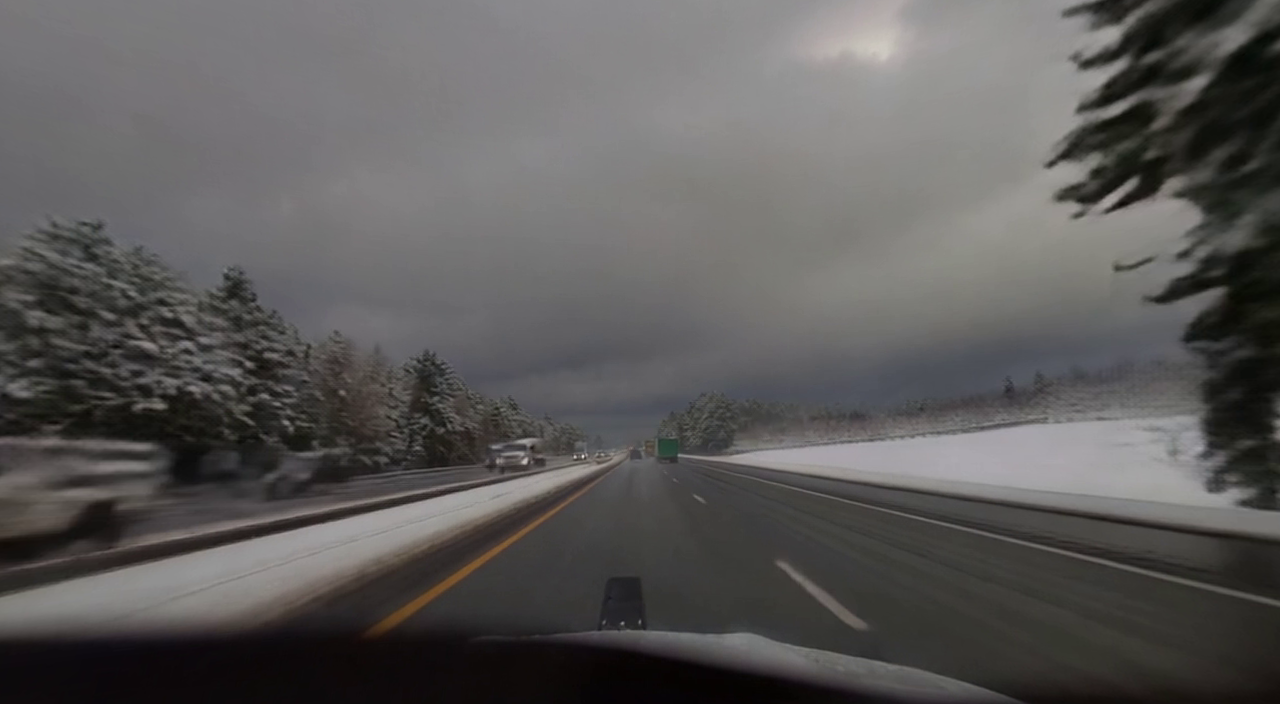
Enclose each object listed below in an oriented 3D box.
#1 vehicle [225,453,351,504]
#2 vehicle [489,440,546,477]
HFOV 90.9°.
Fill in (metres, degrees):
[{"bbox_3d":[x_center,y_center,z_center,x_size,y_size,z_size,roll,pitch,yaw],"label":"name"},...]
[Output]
[{"bbox_3d":[-12.850,4.592,23.408,1.954,1.672,4.653,0,-9,0],"label":"vehicle"},{"bbox_3d":[-8.424,7.410,44.145,2.544,2.305,7.154,0,-9,0],"label":"vehicle"}]
